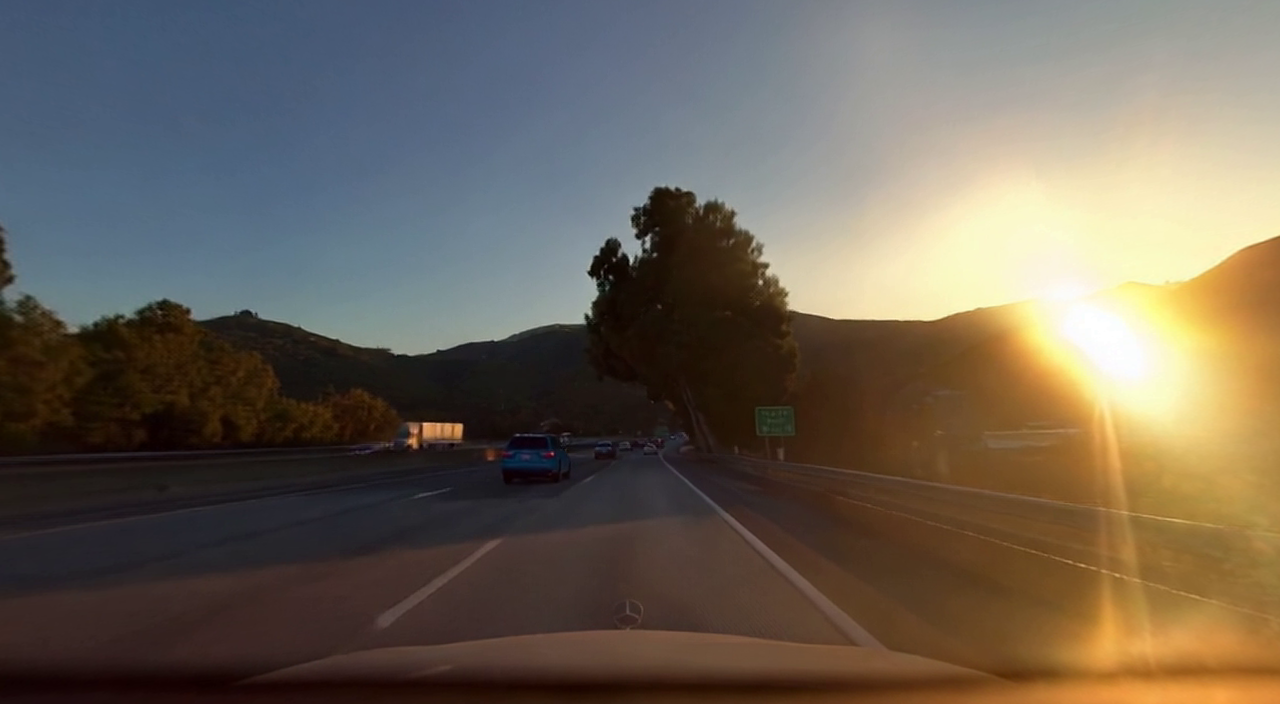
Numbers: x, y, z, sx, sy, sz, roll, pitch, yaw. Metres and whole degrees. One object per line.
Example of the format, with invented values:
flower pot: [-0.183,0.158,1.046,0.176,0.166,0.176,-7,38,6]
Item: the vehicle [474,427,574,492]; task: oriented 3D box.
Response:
vehicle: [-3.373,3.227,19.281,2.138,1.718,4.415,0,-8,1]
